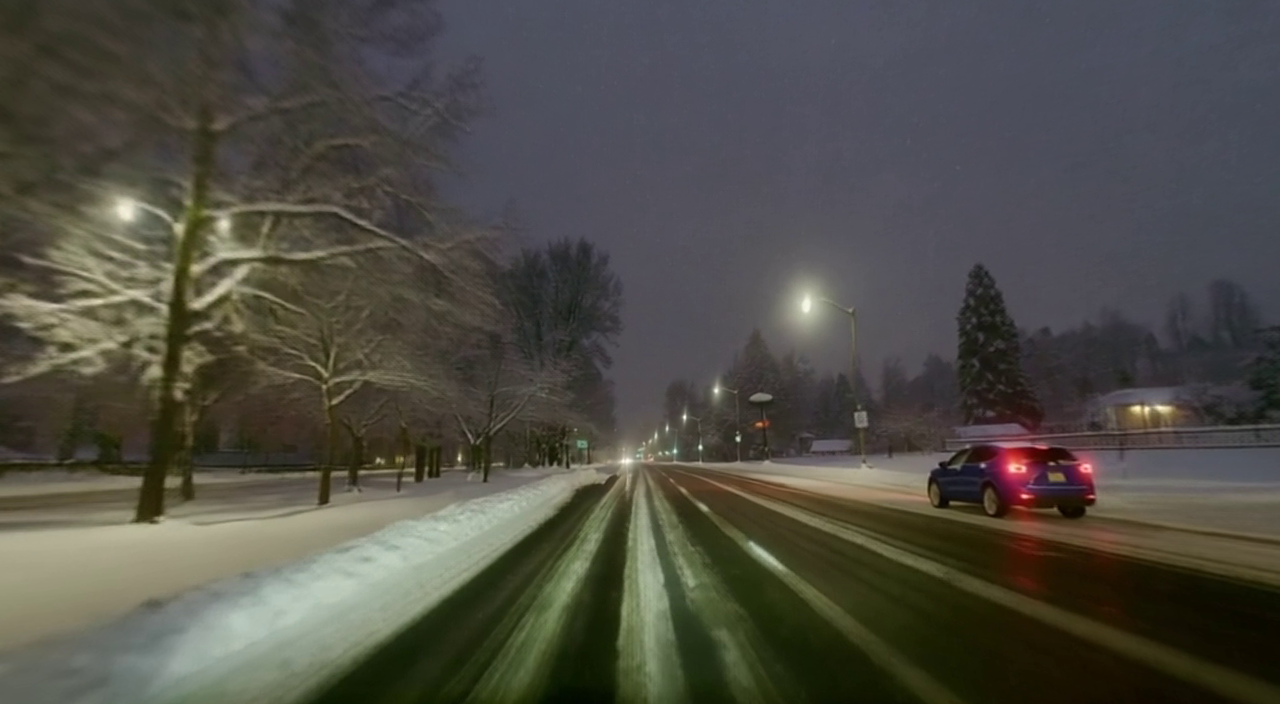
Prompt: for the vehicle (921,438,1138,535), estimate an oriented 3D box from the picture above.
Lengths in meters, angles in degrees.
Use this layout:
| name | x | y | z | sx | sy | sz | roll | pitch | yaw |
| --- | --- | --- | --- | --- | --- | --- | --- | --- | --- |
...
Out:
| name | x | y | z | sx | sy | sz | roll | pitch | yaw |
| --- | --- | --- | --- | --- | --- | --- | --- | --- | --- |
| vehicle | 7.057 | 2.433 | 11.941 | 1.797 | 1.518 | 3.433 | 0 | -9 | -1 |
